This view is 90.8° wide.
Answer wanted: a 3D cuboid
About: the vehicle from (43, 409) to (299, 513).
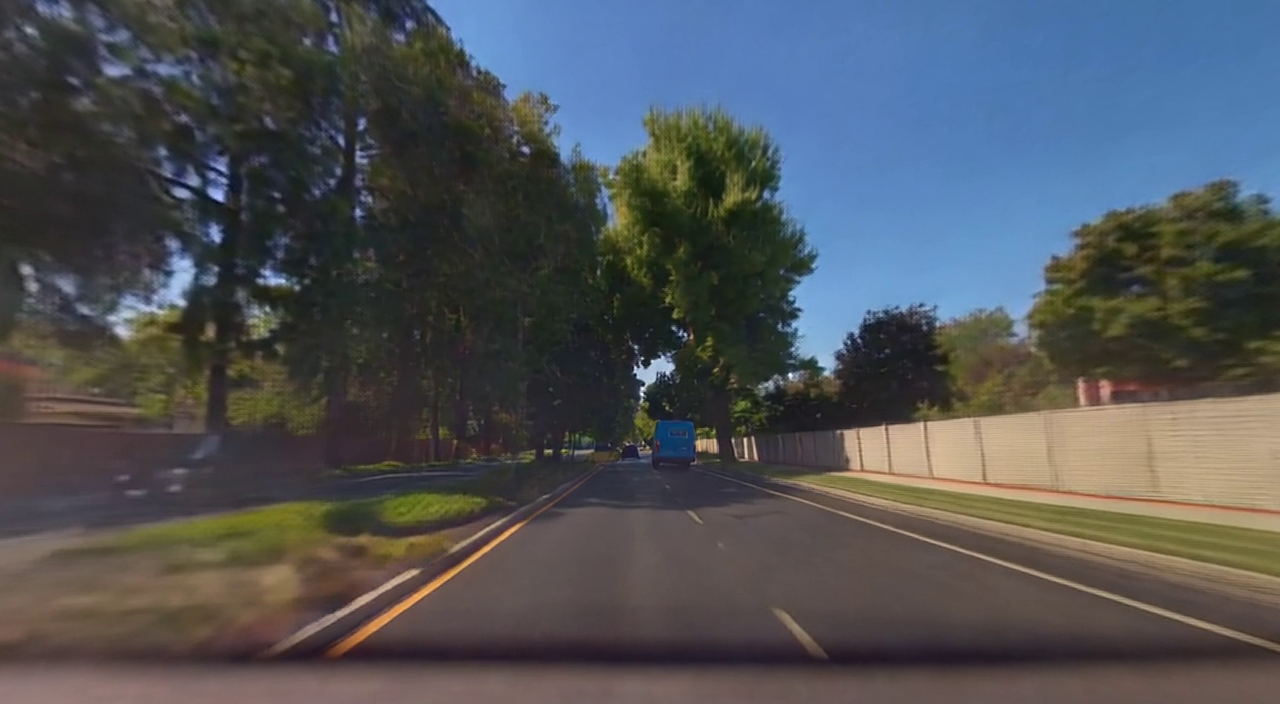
[{"bbox_3d":[-12.275,2.907,17.369,2.418,2.348,5.867,0,-8,1],"label":"vehicle"}]
